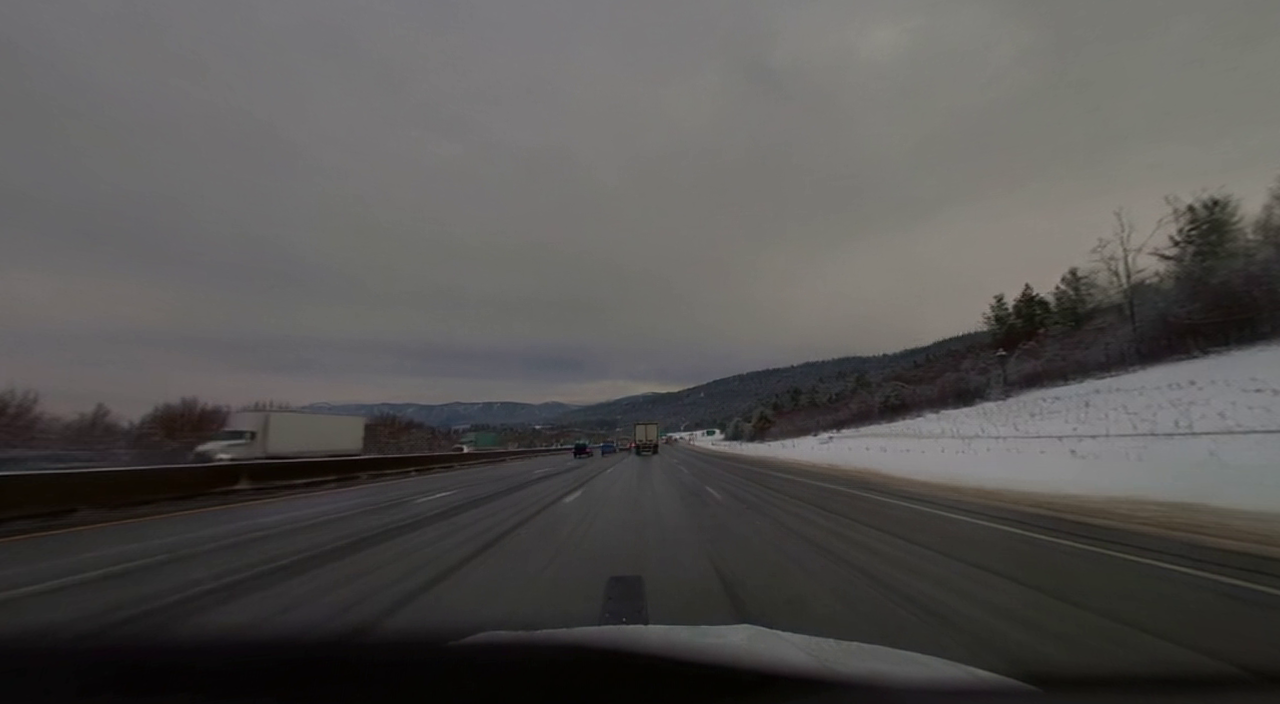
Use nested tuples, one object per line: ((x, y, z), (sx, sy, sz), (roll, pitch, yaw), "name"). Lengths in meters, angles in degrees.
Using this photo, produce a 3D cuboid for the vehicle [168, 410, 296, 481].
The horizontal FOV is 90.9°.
((-24.755, 5.740, 38.853), (3.008, 3.898, 7.060), (0, -8, 0), "vehicle")
